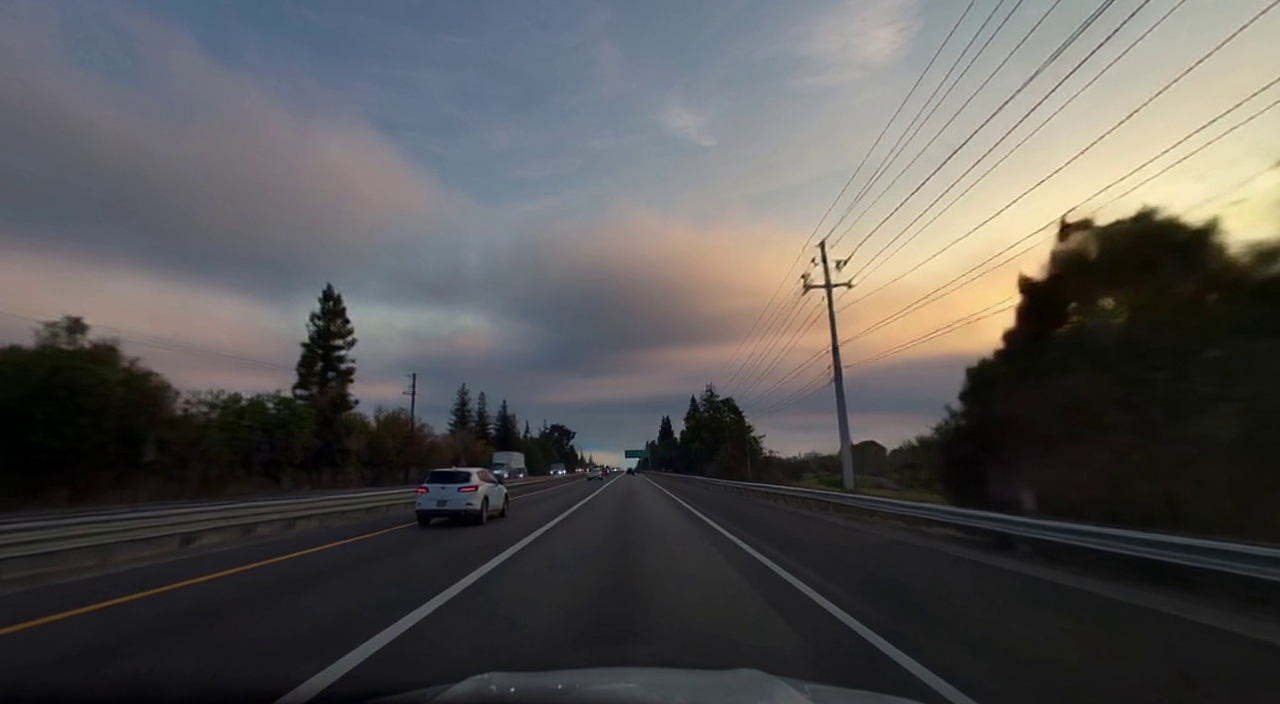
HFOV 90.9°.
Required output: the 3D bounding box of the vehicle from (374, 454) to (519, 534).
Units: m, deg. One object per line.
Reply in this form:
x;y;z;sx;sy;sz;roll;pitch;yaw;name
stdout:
-4.167;3.158;14.403;1.963;1.501;4.227;1;-11;0;vehicle
